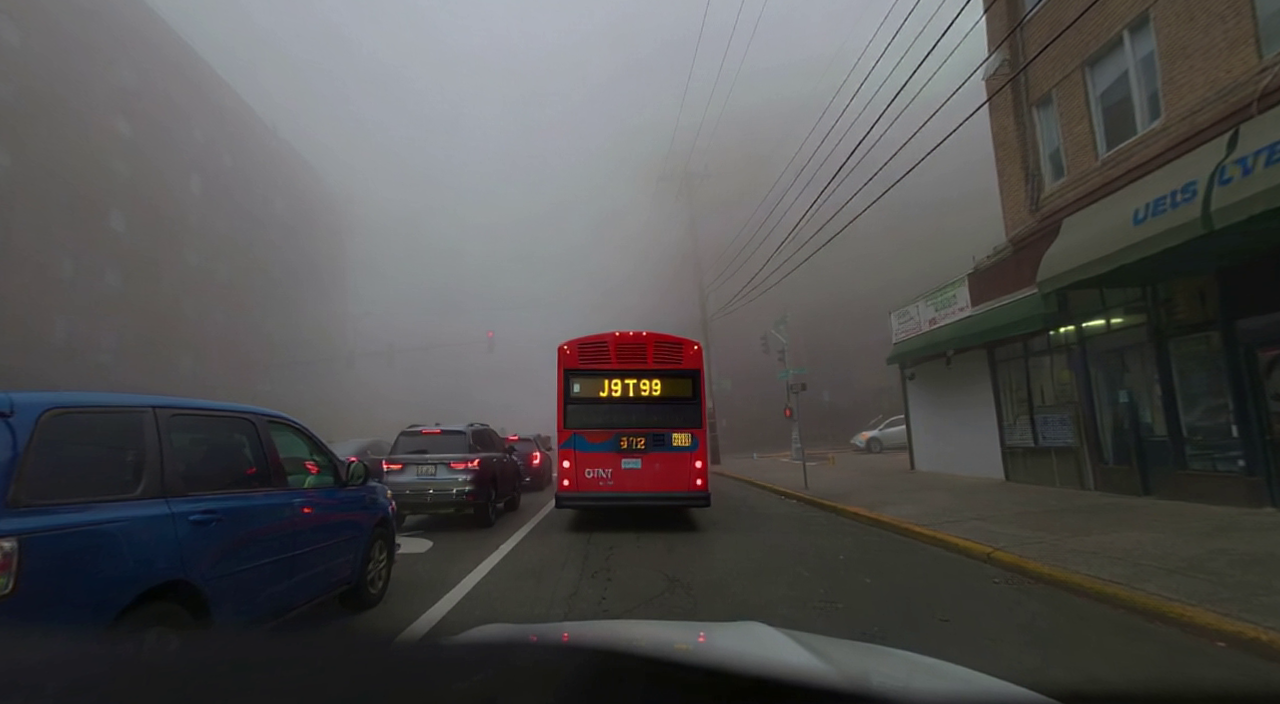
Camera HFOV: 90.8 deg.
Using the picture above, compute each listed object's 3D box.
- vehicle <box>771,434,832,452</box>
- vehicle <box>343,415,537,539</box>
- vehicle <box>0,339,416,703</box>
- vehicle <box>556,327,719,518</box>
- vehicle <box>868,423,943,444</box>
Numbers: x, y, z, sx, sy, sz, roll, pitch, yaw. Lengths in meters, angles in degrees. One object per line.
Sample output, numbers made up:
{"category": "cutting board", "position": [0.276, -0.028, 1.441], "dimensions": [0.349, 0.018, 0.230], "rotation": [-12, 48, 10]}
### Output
{"category": "vehicle", "position": [11.904, 6.740, 46.667], "dimensions": [3.949, 1.337, 1.738], "rotation": [0, -9, -3]}
{"category": "vehicle", "position": [-3.352, 2.209, 11.783], "dimensions": [2.096, 1.828, 4.669], "rotation": [0, -8, 0]}
{"category": "vehicle", "position": [-3.222, 1.096, 3.974], "dimensions": [2.020, 1.725, 4.384], "rotation": [0, -8, 0]}
{"category": "vehicle", "position": [-0.305, 1.999, 16.557], "dimensions": [2.938, 3.468, 9.972], "rotation": [0, -8, -3]}
{"category": "vehicle", "position": [19.794, 6.114, 47.214], "dimensions": [4.827, 1.555, 1.863], "rotation": [1, -9, -6]}
